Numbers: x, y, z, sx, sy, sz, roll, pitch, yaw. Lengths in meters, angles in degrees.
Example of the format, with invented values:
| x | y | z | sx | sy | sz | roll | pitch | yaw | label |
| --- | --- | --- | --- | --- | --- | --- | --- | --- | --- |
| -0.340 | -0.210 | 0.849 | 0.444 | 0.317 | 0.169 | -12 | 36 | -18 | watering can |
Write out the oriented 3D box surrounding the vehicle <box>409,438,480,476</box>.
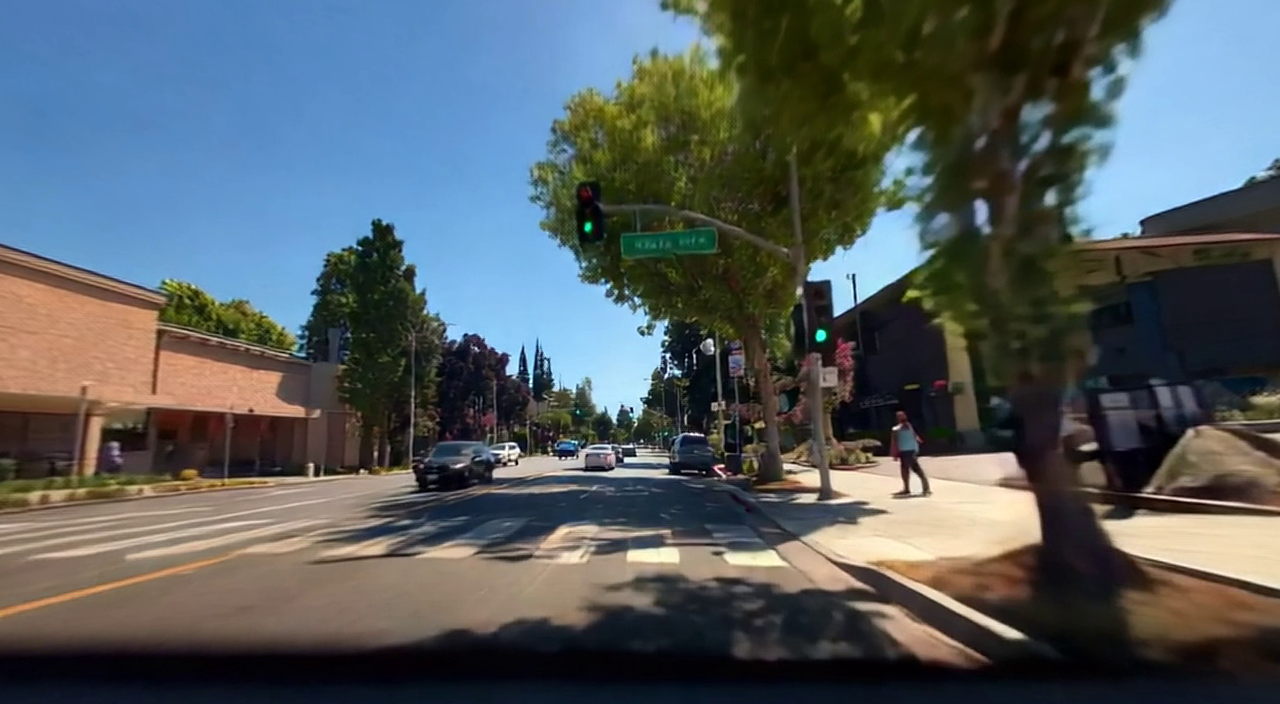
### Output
| x | y | z | sx | sy | sz | roll | pitch | yaw | label |
| --- | --- | --- | --- | --- | --- | --- | --- | --- | --- |
| -10.155 | 5.465 | 33.269 | 2.116 | 1.817 | 4.964 | 0 | -8 | 1 | vehicle |

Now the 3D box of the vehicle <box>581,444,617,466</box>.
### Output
| x | y | z | sx | sy | sz | roll | pitch | yaw | label |
| --- | --- | --- | --- | --- | --- | --- | --- | --- | --- |
| -2.885 | 7.349 | 45.296 | 2.122 | 1.469 | 4.388 | 0 | -8 | 2 | vehicle |

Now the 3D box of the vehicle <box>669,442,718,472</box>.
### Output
| x | y | z | sx | sy | sz | roll | pitch | yaw | label |
| --- | --- | --- | --- | --- | --- | --- | --- | --- | --- |
| 2.772 | 5.588 | 33.829 | 2.034 | 1.491 | 4.618 | 0 | -8 | -3 | vehicle |

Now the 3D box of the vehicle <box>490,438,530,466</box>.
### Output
| x | y | z | sx | sy | sz | roll | pitch | yaw | label |
| --- | --- | --- | --- | --- | --- | --- | --- | --- | --- |
| -10.104 | 7.808 | 49.506 | 2.088 | 2.031 | 4.616 | 0 | -8 | 1 | vehicle |
